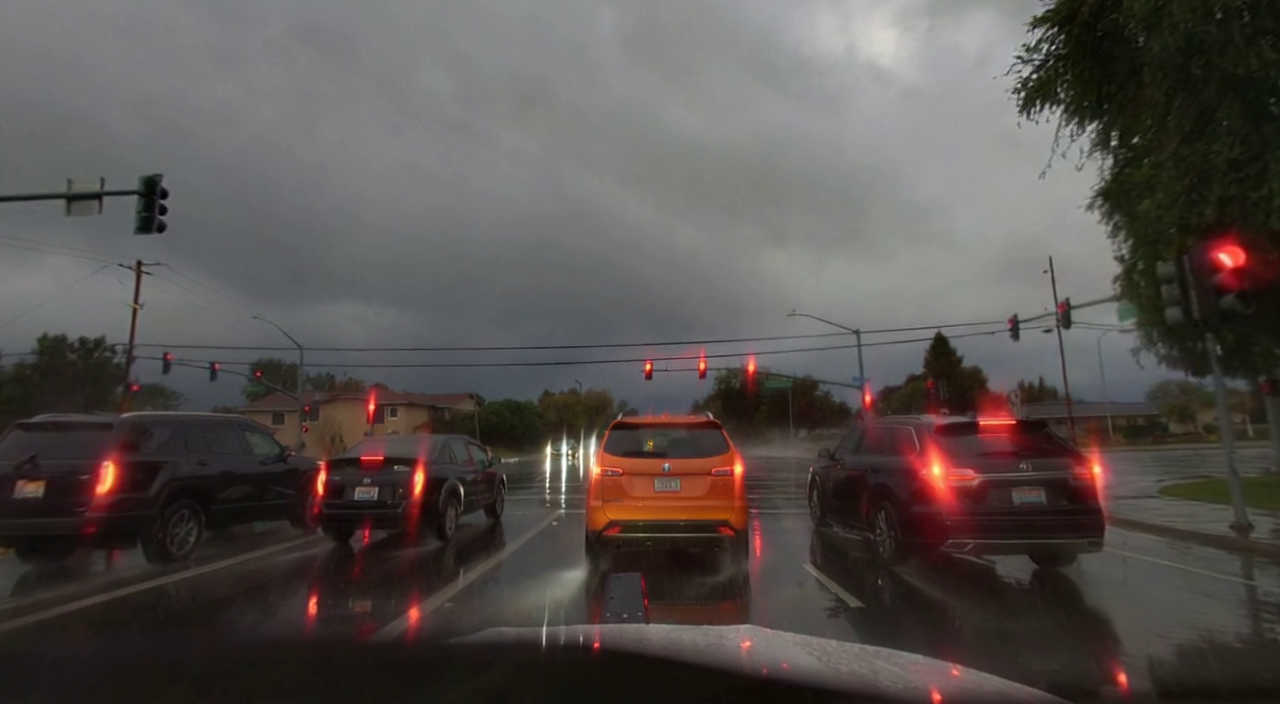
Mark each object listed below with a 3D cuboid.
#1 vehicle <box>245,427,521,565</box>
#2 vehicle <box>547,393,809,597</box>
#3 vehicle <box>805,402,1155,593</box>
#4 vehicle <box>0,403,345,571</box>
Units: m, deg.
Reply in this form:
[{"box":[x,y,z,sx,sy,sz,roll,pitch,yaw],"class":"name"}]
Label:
[{"box":[-3.234,1.888,9.103,1.885,1.475,4.359,-1,-8,4],"class":"vehicle"},{"box":[0.395,1.515,7.486,2.198,1.708,4.170,0,-8,2],"class":"vehicle"},{"box":[3.530,1.588,7.747,2.047,1.638,4.395,-1,-8,4],"class":"vehicle"},{"box":[-6.634,1.817,9.306,2.075,1.796,4.785,0,-8,2],"class":"vehicle"}]
